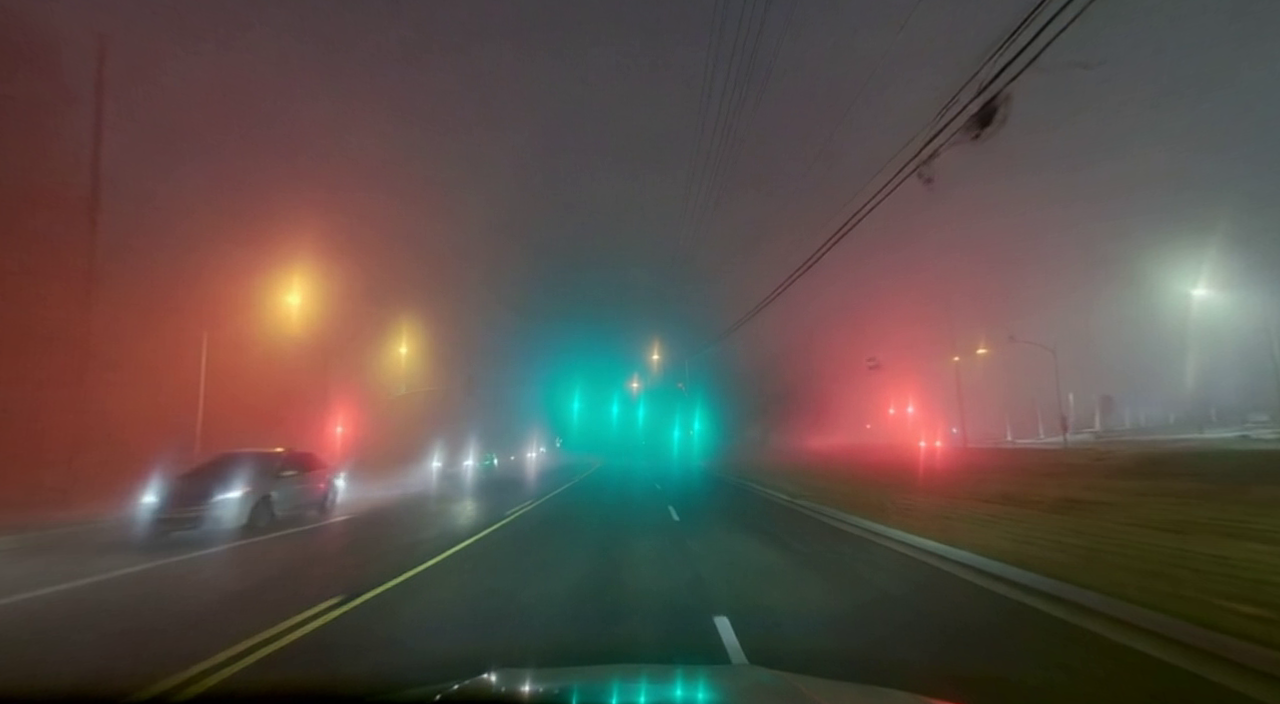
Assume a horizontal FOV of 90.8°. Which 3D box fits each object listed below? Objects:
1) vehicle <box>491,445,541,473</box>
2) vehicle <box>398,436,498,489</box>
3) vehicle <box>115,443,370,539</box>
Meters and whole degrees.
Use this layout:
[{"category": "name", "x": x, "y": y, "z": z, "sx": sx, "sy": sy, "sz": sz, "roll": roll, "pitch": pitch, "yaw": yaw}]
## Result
[{"category": "vehicle", "x": -6.978, "y": 6.037, "z": 35.961, "sx": 1.854, "sy": 1.481, "sz": 4.518, "roll": -1, "pitch": -8, "yaw": 1}, {"category": "vehicle", "x": -7.013, "y": 4.083, "z": 23.728, "sx": 2.101, "sy": 1.768, "sz": 5.040, "roll": 0, "pitch": -8, "yaw": 1}, {"category": "vehicle", "x": -7.083, "y": 2.473, "z": 11.990, "sx": 2.008, "sy": 1.456, "sz": 4.409, "roll": 0, "pitch": -8, "yaw": -1}]
